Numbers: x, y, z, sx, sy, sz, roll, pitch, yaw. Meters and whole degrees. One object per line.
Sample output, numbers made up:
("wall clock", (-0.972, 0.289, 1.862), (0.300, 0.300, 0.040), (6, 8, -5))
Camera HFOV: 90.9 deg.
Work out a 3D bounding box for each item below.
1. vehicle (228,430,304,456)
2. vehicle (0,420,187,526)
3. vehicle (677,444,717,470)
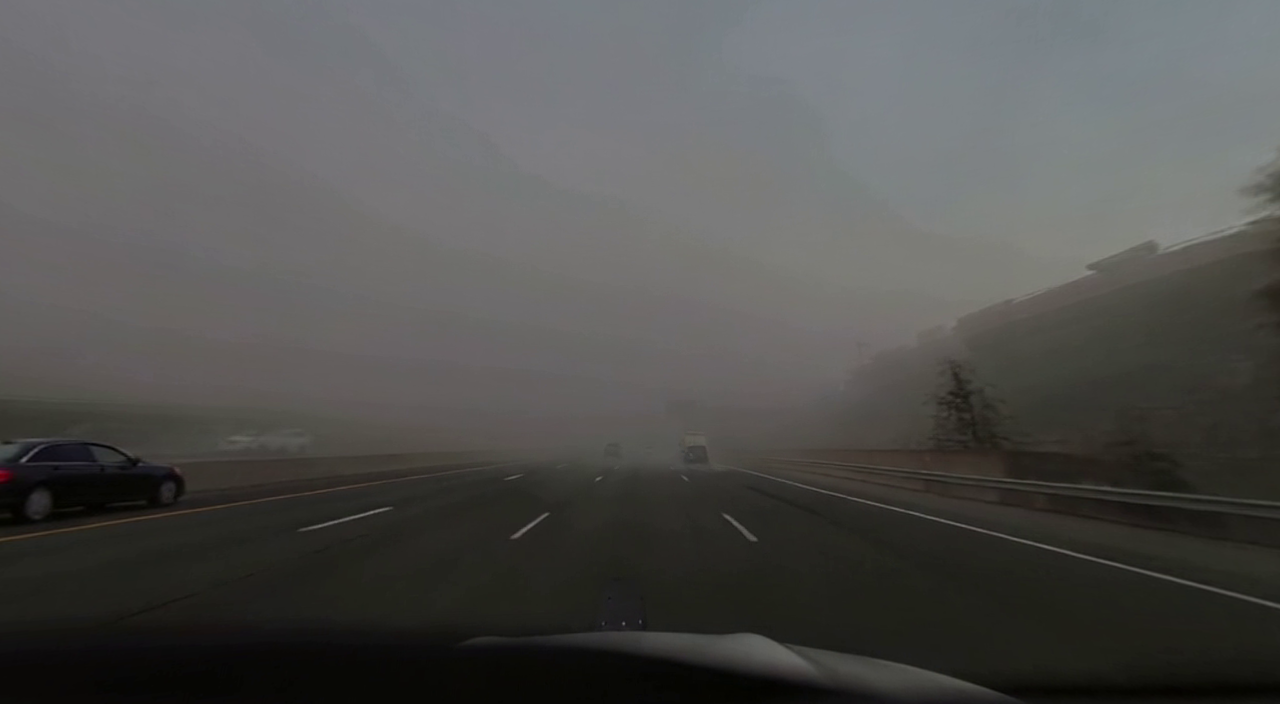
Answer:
("vehicle", (-24.797, 6.096, 42.041), (2.010, 1.614, 4.848), (0, -8, 2))
("vehicle", (-11.197, 2.193, 11.819), (1.995, 1.682, 4.516), (0, -8, 1))
("vehicle", (3.469, 6.501, 39.489), (2.059, 1.509, 4.670), (0, -8, 0))
